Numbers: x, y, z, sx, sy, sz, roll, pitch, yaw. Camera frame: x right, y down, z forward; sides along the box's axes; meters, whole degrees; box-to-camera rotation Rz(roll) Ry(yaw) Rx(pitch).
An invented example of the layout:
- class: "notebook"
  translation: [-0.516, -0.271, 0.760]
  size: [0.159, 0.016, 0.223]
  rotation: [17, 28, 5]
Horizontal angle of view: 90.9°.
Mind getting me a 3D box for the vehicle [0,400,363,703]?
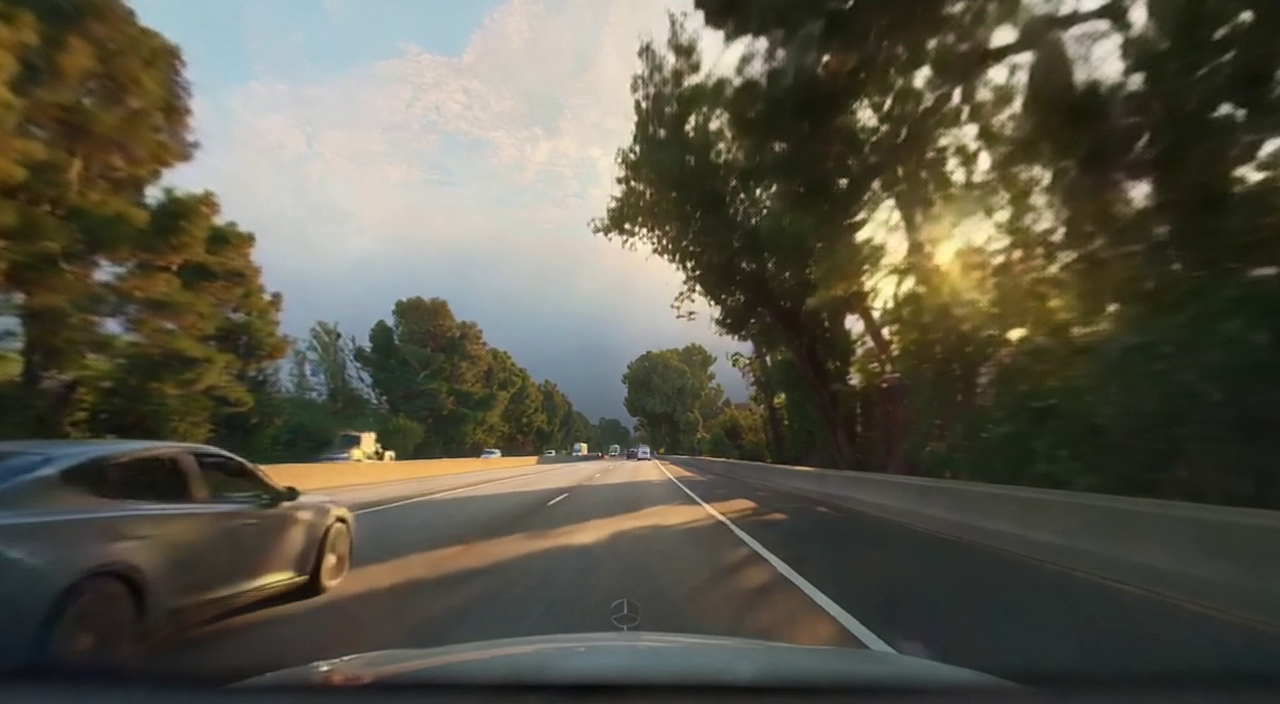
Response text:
- class: "vehicle"
  translation: [-3.460, 1.068, 3.184]
  size: [1.969, 1.505, 4.636]
  rotation: [0, -9, 1]
